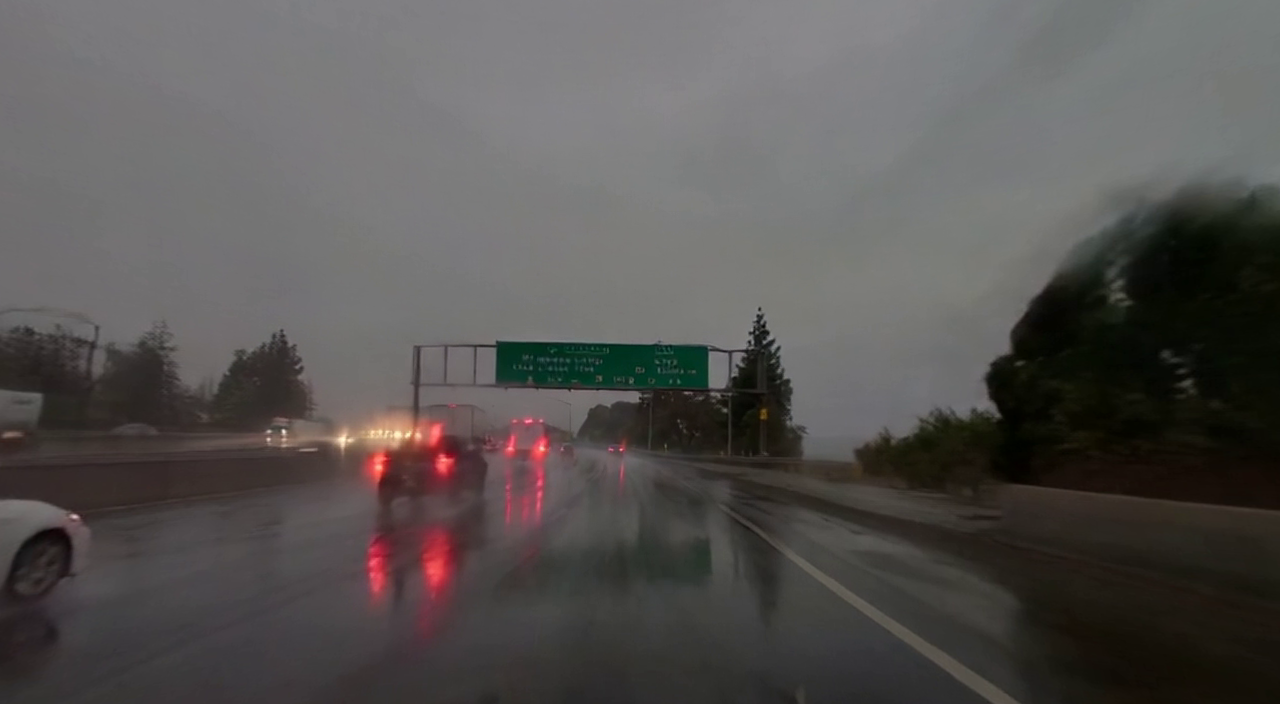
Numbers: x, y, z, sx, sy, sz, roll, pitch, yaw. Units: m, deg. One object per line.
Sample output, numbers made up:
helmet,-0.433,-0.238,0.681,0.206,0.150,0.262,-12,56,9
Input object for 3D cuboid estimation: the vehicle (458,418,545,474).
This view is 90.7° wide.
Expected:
vehicle,-7.827,5.658,38.057,3.270,2.674,14.547,0,-8,-5

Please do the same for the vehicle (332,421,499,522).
vehicle,-4.612,2.538,14.054,2.093,1.785,5.303,0,-8,-4
